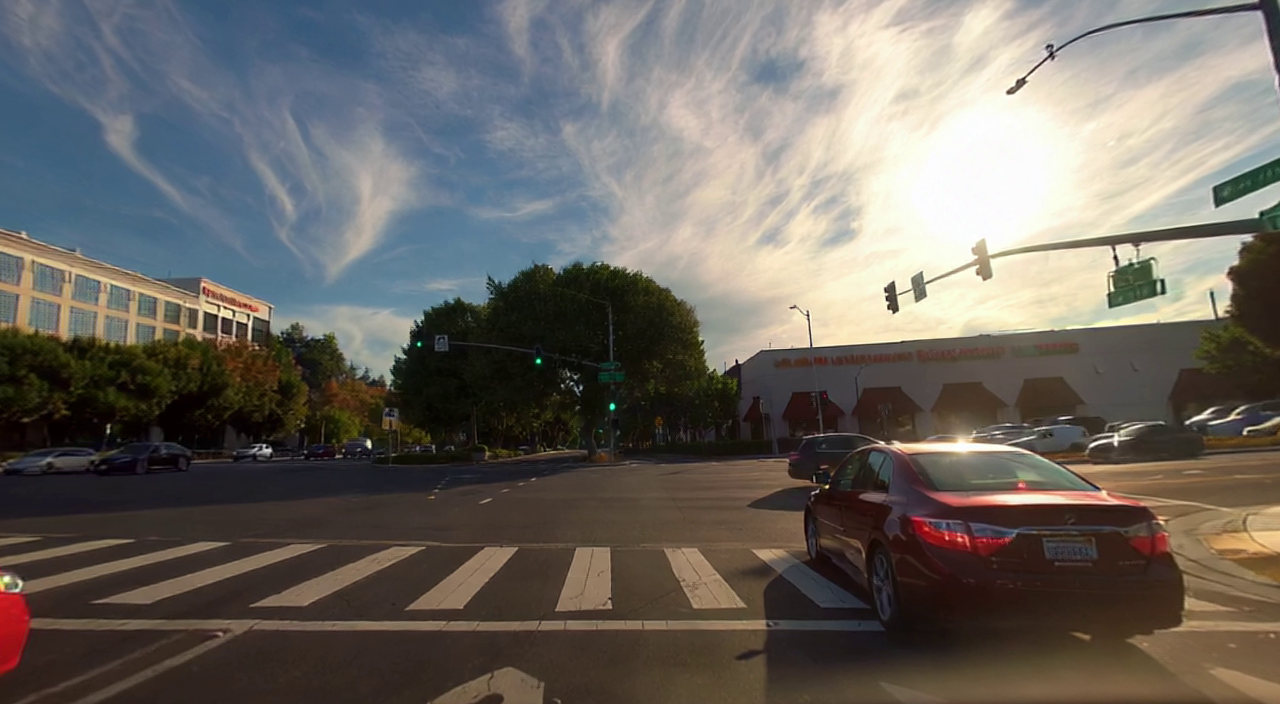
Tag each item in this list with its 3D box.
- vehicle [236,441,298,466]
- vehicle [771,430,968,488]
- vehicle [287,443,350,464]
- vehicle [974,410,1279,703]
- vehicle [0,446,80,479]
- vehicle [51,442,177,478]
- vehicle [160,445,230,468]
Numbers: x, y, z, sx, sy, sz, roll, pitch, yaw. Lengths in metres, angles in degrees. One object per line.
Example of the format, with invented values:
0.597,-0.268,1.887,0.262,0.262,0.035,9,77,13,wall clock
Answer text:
-27.326,7.448,46.320,1.886,1.694,4.420,0,-8,-2,vehicle
6.926,3.294,19.517,5.260,1.657,2.026,0,-8,1,vehicle
-23.438,7.411,46.182,2.206,1.447,4.697,0,-8,-2,vehicle
4.114,1.064,3.309,1.940,1.487,4.562,0,-8,-4,vehicle
-29.911,5.270,30.333,1.877,1.475,4.455,0,-8,-2,vehicle
-23.167,4.753,28.004,2.001,1.427,4.285,0,-8,-2,vehicle
-34.209,8.001,48.614,2.079,1.681,4.675,0,-8,-2,vehicle
